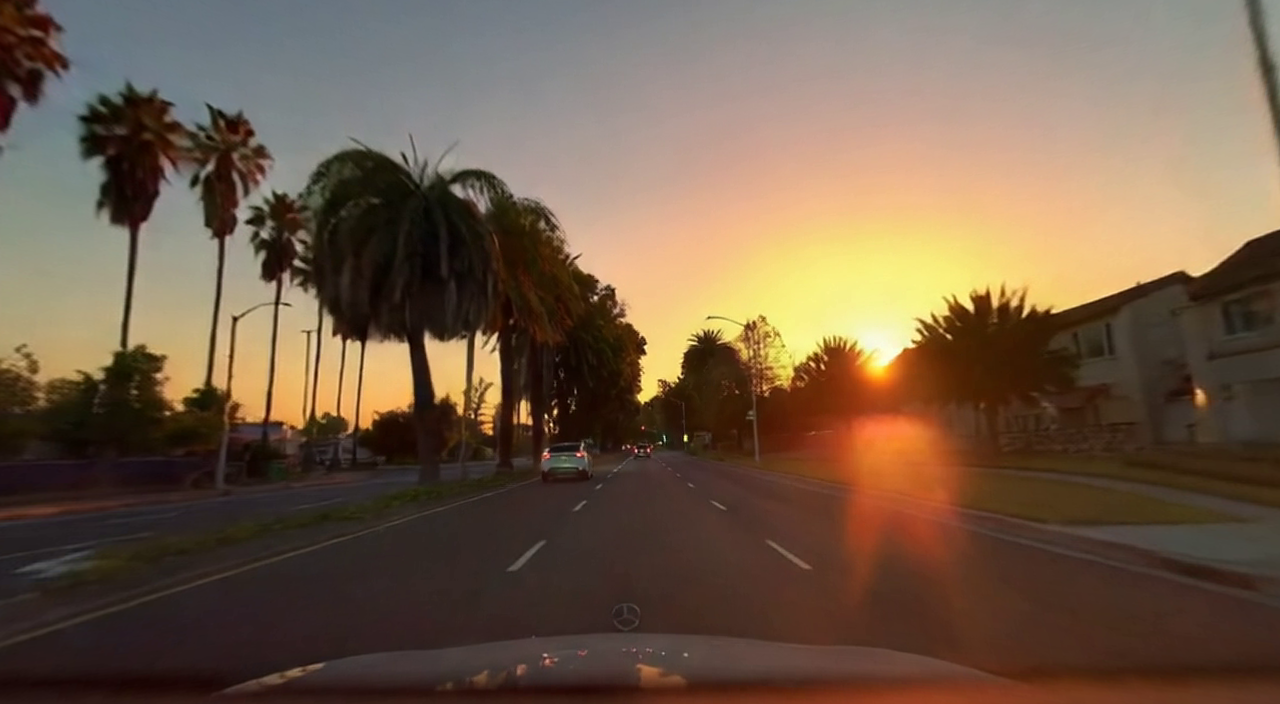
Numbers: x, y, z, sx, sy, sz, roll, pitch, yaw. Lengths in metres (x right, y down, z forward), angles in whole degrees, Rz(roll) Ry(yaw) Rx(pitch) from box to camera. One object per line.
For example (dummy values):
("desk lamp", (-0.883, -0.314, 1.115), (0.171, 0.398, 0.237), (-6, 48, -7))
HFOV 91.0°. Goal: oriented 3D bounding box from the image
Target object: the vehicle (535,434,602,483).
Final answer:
("vehicle", (-3.092, 4.816, 28.592), (2.370, 1.968, 5.698), (0, -9, 0))
